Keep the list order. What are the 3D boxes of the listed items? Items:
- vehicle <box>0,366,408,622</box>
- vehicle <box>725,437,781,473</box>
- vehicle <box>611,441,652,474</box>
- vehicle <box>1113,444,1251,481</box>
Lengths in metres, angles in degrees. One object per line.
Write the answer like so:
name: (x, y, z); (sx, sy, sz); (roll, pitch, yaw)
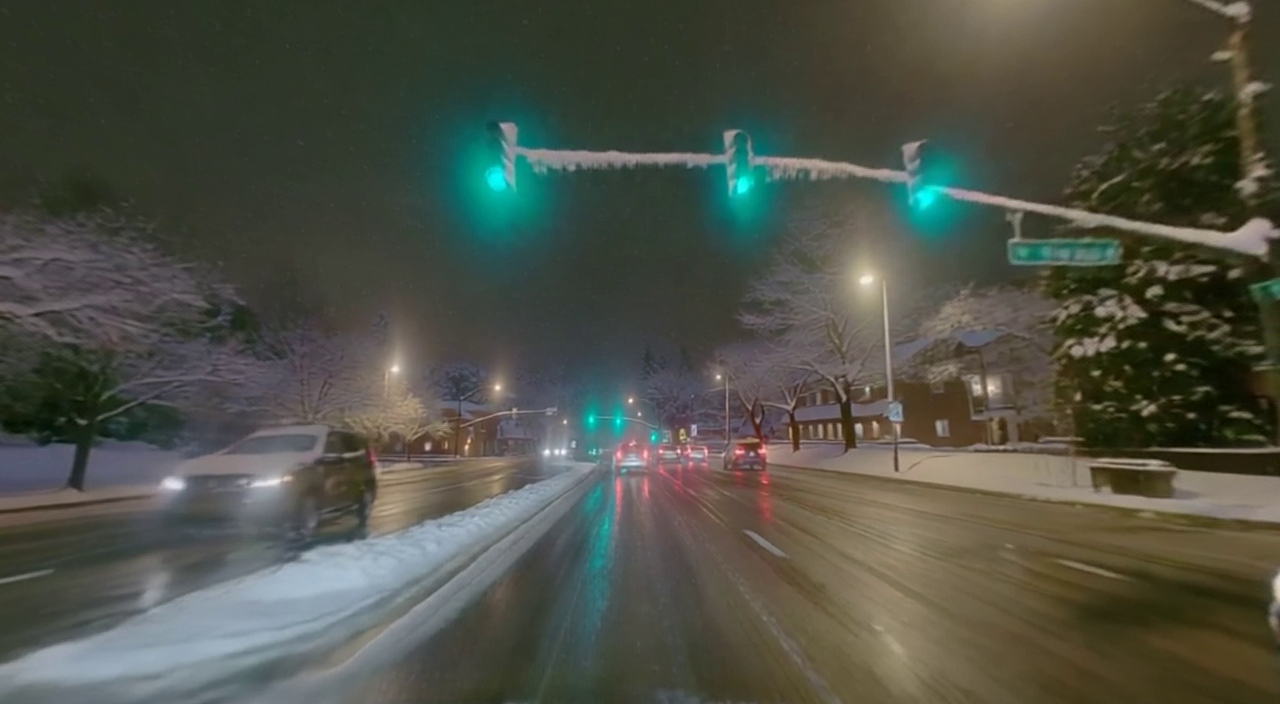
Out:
vehicle: (-5.189, 1.657, 8.261); (2.145, 2.041, 6.064); (-2, -9, -1)
vehicle: (6.453, 5.982, 36.857); (2.052, 1.886, 5.297); (0, -8, -3)
vehicle: (-0.509, 5.711, 34.415); (2.101, 1.641, 4.341); (0, -8, -2)
vehicle: (26.245, 5.349, 30.713); (4.843, 1.628, 2.063); (0, -8, -3)
